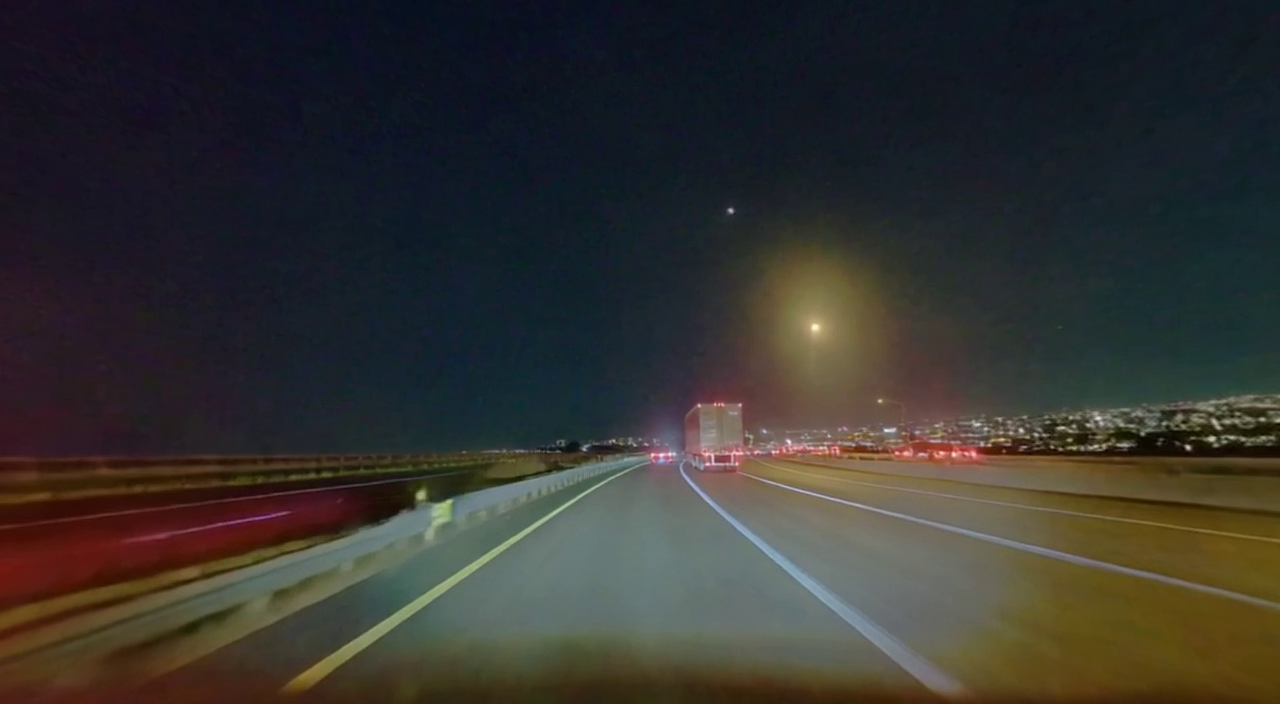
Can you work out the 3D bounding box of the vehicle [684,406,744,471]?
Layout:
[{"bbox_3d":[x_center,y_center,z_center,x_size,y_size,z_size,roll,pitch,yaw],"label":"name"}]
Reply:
[{"bbox_3d":[5.053,6.324,45.522,2.965,4.028,12.529,0,-9,1],"label":"vehicle"}]
